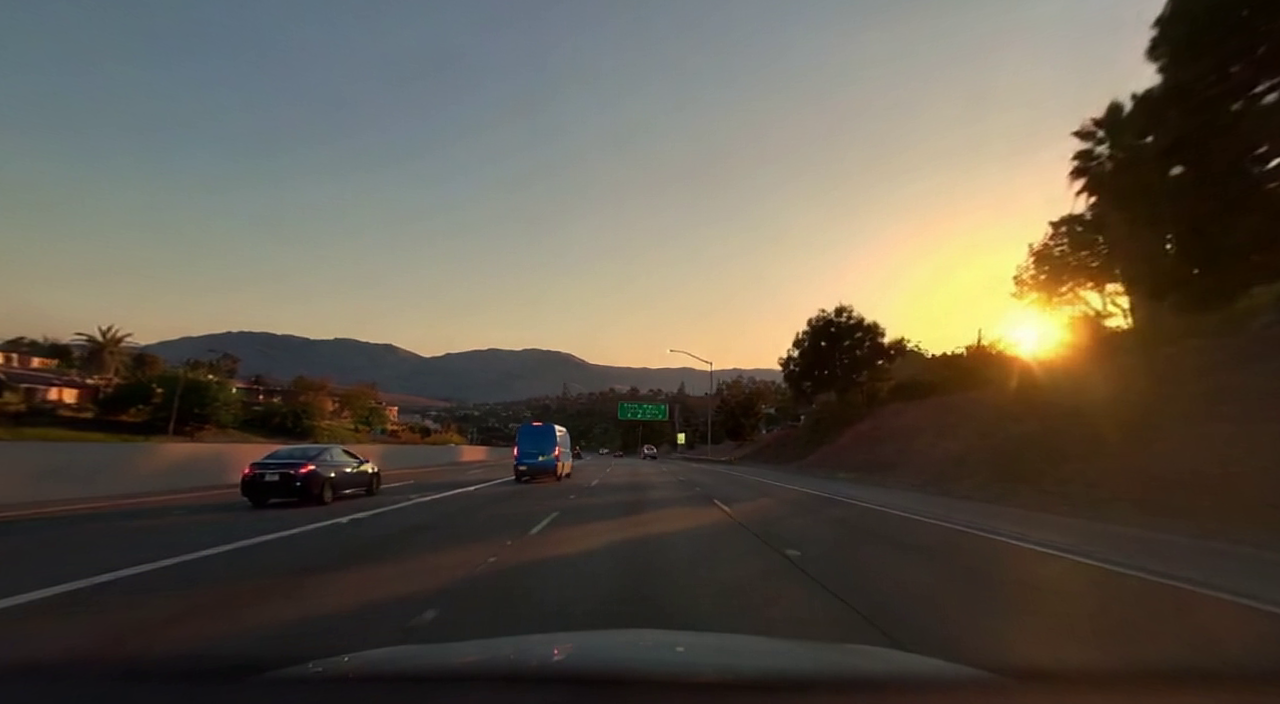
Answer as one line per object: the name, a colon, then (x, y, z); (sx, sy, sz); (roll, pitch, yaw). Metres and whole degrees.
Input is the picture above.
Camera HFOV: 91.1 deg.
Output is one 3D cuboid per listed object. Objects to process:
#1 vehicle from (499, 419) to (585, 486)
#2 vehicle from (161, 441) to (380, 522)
vehicle: (-3.609, 3.851, 24.273); (2.372, 2.248, 5.393); (0, -9, 1)
vehicle: (-7.894, 2.773, 14.145); (1.987, 1.490, 4.781); (0, -8, 0)
